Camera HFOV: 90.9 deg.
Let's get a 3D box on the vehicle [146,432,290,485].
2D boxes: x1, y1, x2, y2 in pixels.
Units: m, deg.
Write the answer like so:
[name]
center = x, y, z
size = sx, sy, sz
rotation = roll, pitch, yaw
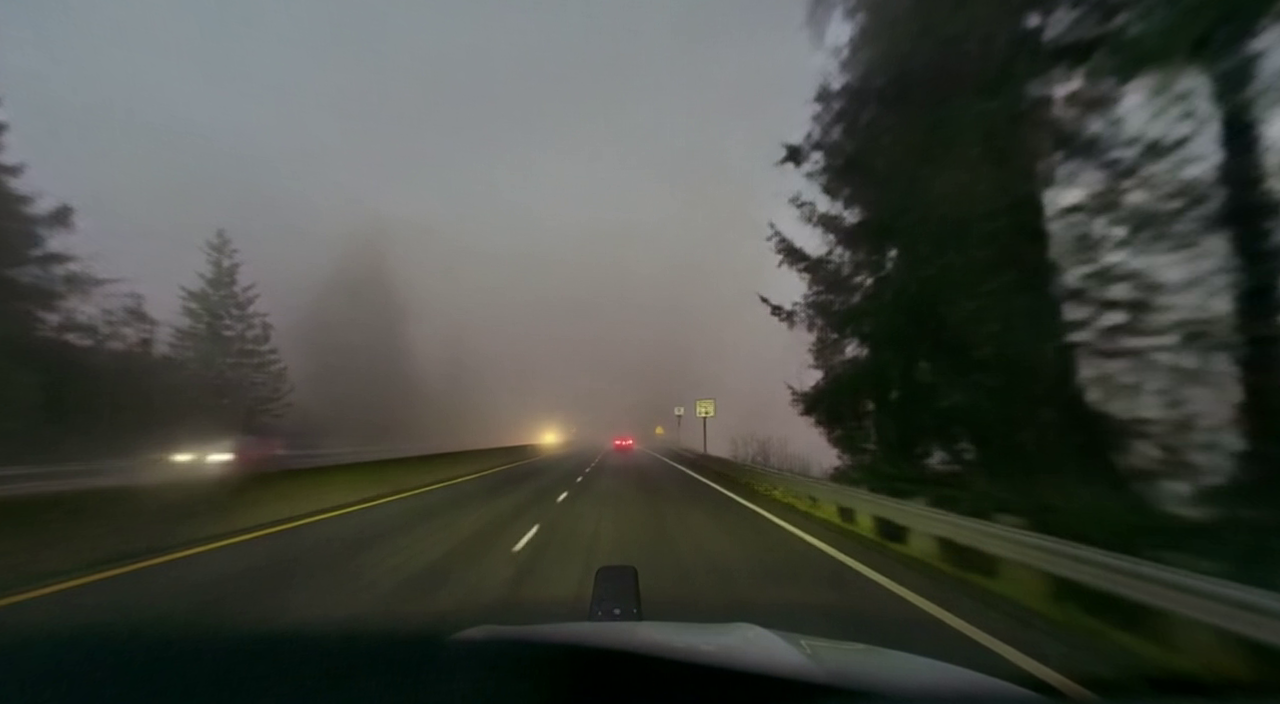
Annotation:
[vehicle]
center = -12.681, 3.194, 19.257
size = 1.853, 1.436, 3.706
rotation = 0, -8, -1
